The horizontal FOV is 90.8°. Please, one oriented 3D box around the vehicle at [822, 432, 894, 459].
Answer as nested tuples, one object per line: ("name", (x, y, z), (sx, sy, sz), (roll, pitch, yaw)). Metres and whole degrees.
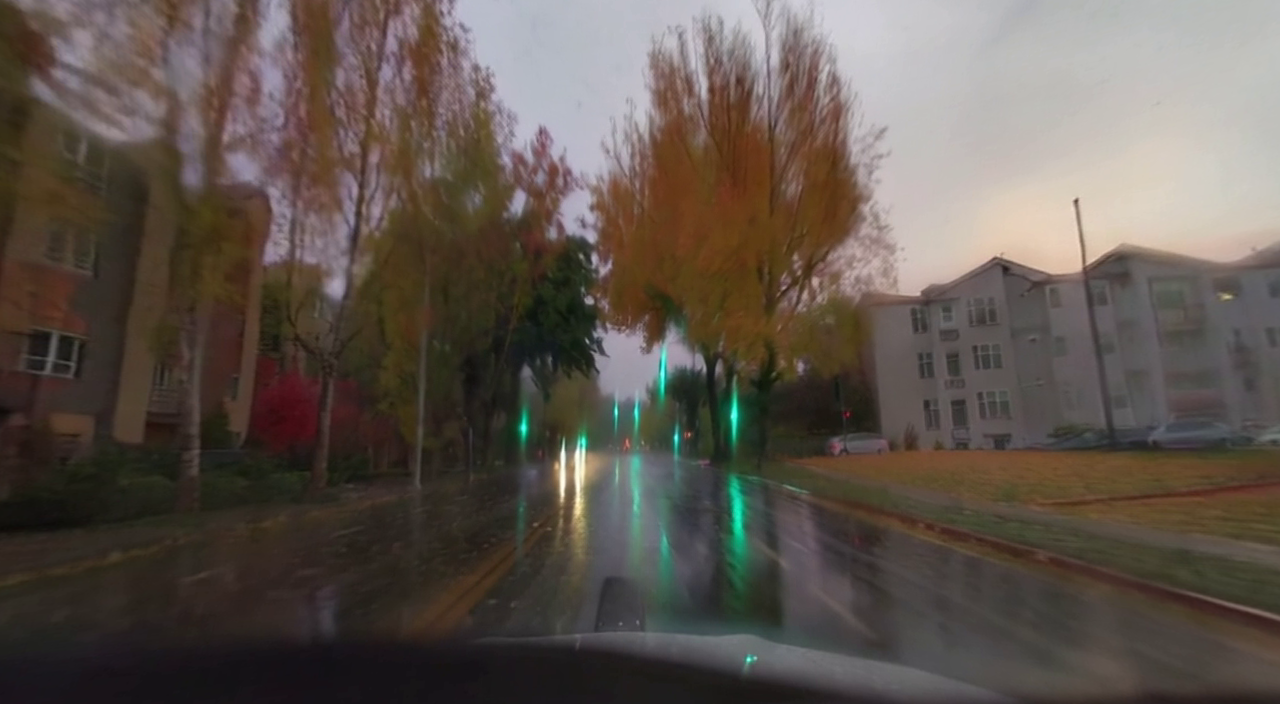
("vehicle", (14.495, 6.263, 42.114), (4.365, 1.702, 1.897), (-3, -9, 18))
